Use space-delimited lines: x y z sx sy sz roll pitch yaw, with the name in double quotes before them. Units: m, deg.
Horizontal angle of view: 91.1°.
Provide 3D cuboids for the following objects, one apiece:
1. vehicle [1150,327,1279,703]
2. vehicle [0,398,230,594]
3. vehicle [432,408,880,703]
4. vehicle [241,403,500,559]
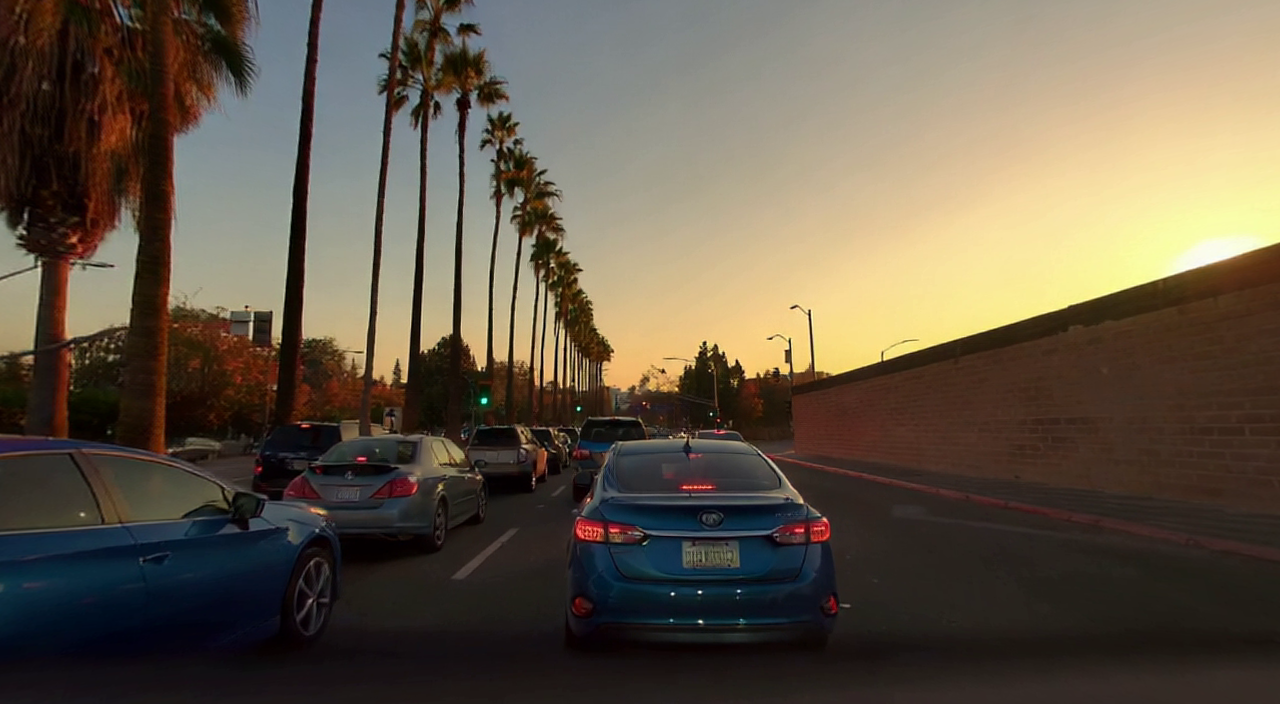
"vehicle" 2.892 0.521 0.346 2.112 1.717 4.432 -2 -9 11
"vehicle" -6.682 1.401 6.380 1.963 1.721 4.662 0 -8 -2
"vehicle" 0.034 1.331 5.195 2.128 1.473 4.272 0 -8 -1
"vehicle" -3.524 1.772 9.264 2.055 1.746 4.136 0 -8 -2
